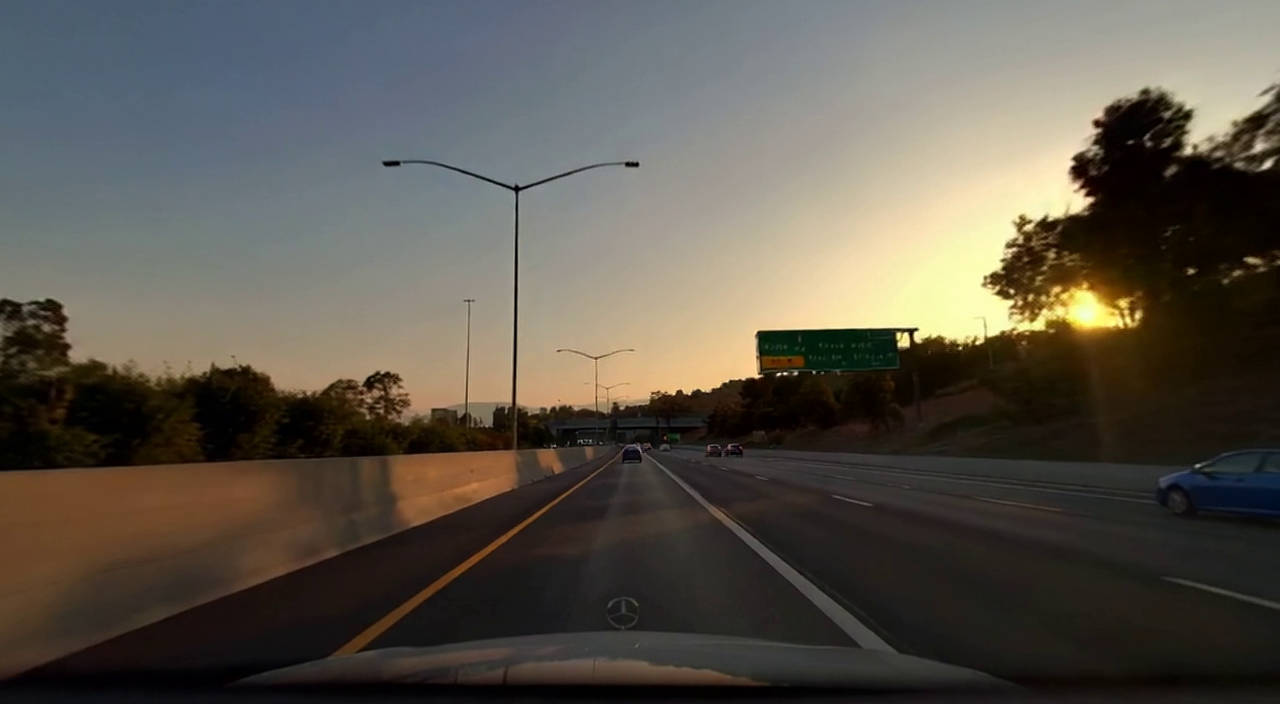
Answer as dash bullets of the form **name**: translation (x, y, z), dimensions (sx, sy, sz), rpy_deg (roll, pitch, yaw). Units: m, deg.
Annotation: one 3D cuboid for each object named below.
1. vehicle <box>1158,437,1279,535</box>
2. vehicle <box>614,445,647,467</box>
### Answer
- **vehicle**: translation (10.814, 2.032, 9.470), dimensions (2.024, 1.481, 4.747), rpy_deg (0, -8, -1)
- **vehicle**: translation (-0.579, 6.614, 40.368), dimensions (2.004, 1.259, 3.781), rpy_deg (0, -8, 0)
